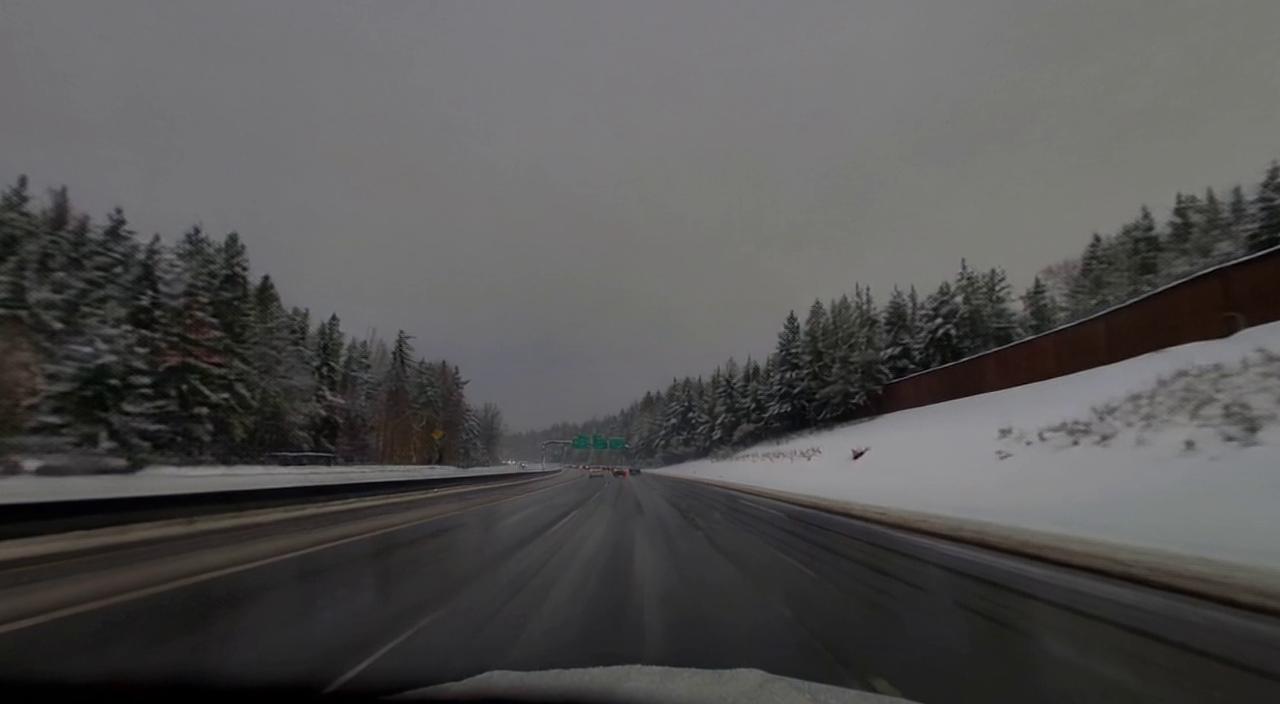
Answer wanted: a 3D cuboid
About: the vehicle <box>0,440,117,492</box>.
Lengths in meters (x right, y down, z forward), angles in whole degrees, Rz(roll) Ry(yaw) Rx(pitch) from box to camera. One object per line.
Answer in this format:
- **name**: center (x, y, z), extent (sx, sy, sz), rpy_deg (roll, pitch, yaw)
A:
- **vehicle**: center (-20.675, 3.861, 21.367), extent (1.979, 1.590, 4.456), rpy_deg (1, -10, -1)
